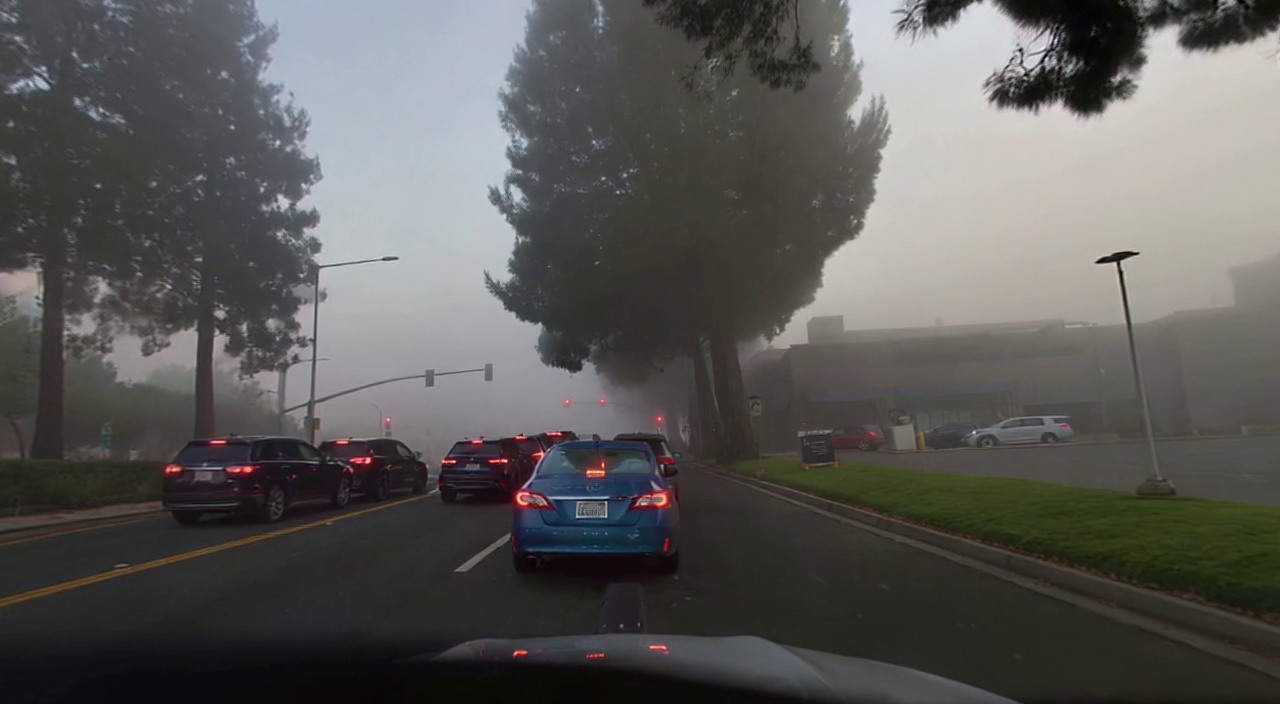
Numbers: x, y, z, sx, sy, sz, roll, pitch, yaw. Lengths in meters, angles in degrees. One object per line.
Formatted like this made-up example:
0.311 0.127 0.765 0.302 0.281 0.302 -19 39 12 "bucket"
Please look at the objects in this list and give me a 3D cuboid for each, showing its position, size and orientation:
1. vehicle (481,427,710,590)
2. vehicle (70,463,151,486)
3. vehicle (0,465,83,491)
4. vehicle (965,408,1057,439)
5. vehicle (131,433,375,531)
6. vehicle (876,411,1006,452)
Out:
-0.410 1.744 7.849 2.104 1.472 3.946 0 -9 0 "vehicle"
-36.383 8.414 43.488 3.918 1.423 1.861 0 -9 1 "vehicle"
-36.626 7.602 38.170 4.093 1.440 1.804 0 -9 -1 "vehicle"
26.583 5.151 45.358 5.333 1.880 2.130 -8 -10 35 "vehicle"
-7.270 2.463 12.560 2.096 1.593 4.288 0 -9 0 "vehicle"
13.921 3.738 29.438 4.975 1.809 1.956 0 -9 1 "vehicle"
